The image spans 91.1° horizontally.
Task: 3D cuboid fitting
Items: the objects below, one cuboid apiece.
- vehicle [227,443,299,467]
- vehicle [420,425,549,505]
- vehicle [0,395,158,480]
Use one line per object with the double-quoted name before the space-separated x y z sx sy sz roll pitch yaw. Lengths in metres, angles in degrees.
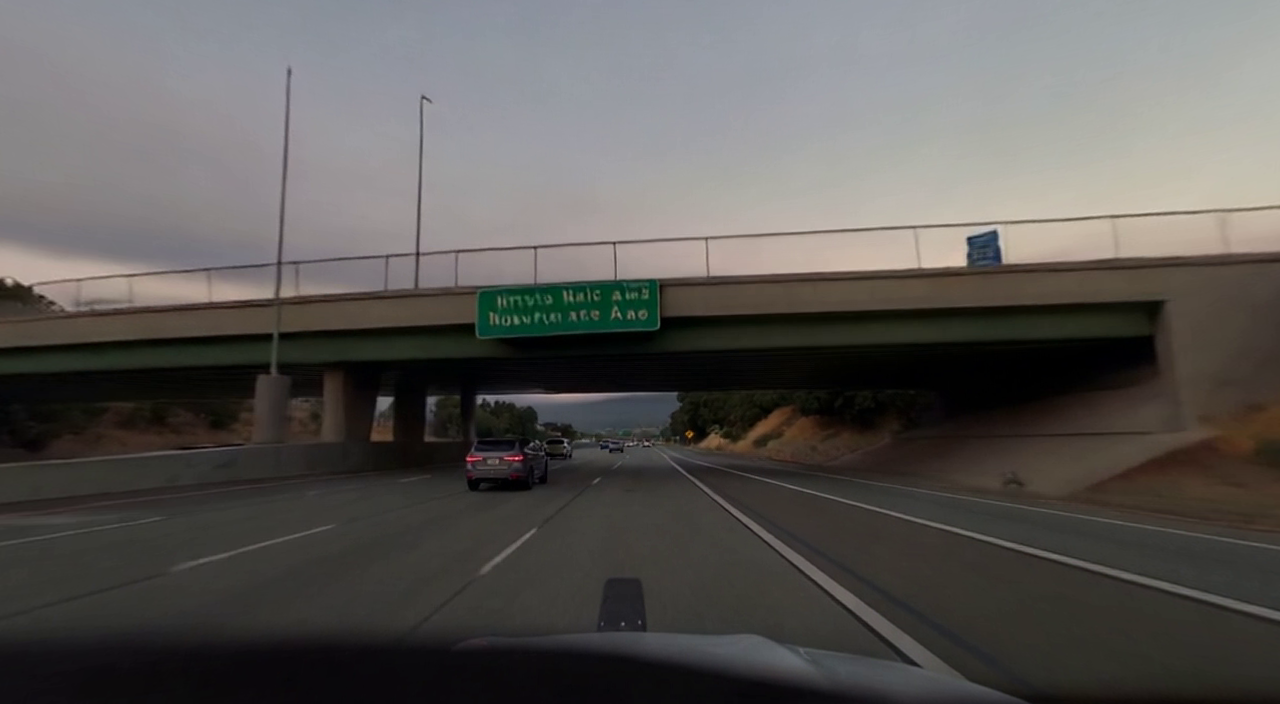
"vehicle" -25.598 6.974 42.805 2.010 1.550 4.483 0 -8 1
"vehicle" -3.679 2.774 15.795 2.048 1.705 4.384 0 -8 1
"vehicle" -33.010 4.593 33.492 2.899 4.114 14.251 0 -8 2
